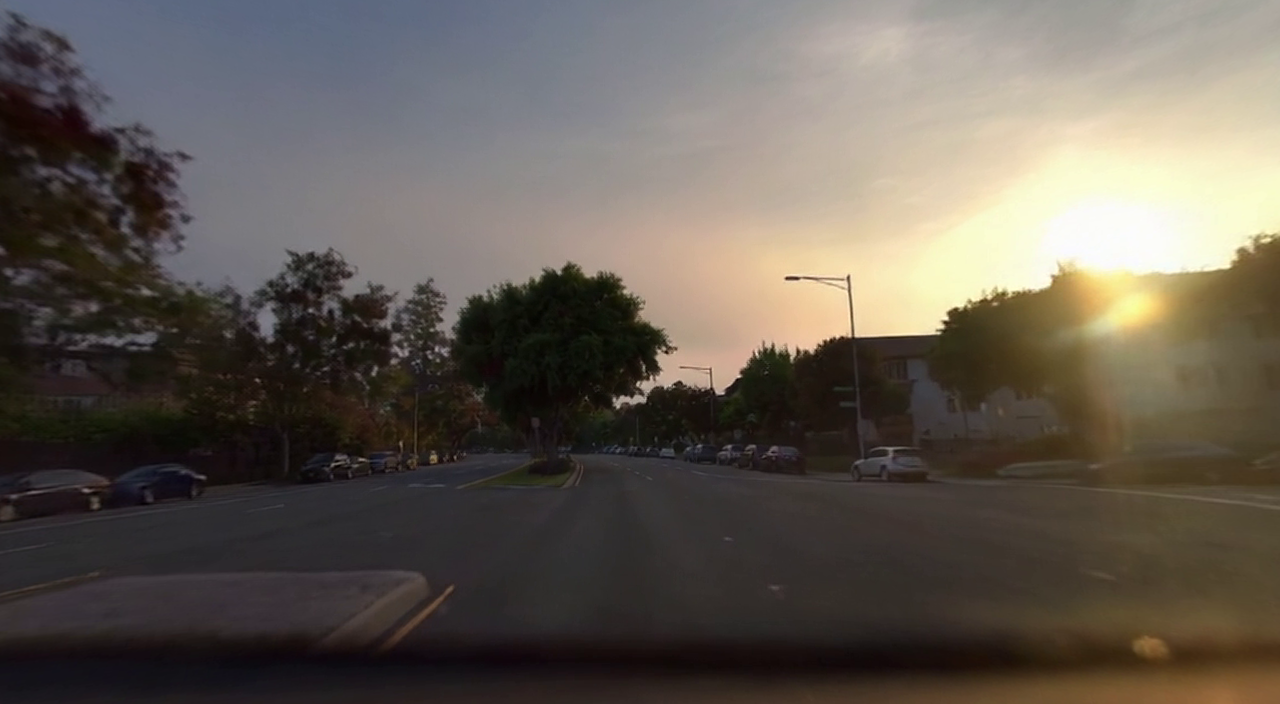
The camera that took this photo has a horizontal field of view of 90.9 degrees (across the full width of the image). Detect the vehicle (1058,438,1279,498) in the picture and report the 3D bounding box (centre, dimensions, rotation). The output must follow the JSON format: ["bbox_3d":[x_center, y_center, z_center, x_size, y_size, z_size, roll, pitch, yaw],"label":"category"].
[{"bbox_3d":[16.007,3.450,19.072,5.088,1.538,2.114,-2,-7,3],"label":"vehicle"}]

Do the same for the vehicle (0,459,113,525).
[{"bbox_3d":[-17.507,3.927,17.600,1.802,1.477,4.648,-3,-6,-3],"label":"vehicle"}]

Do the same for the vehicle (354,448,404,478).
[{"bbox_3d":[-20.181,8.588,49.048,2.111,1.908,5.586,0,-7,-7],"label":"vehicle"}]

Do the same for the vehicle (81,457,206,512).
[{"bbox_3d":[-17.769,4.703,22.793,1.836,1.512,3.581,-2,-6,-4],"label":"vehicle"}]

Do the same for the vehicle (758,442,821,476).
[{"bbox_3d":[8.374,6.058,35.783,2.039,1.752,4.876,1,-9,-4],"label":"vehicle"}]

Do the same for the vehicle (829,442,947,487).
[{"bbox_3d":[9.881,4.489,25.459,1.919,1.627,4.196,5,-10,-25],"label":"vehicle"}]

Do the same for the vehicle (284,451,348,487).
[{"bbox_3d":[-18.825,6.787,36.855,1.916,1.657,4.366,-1,-6,-7],"label":"vehicle"}]
